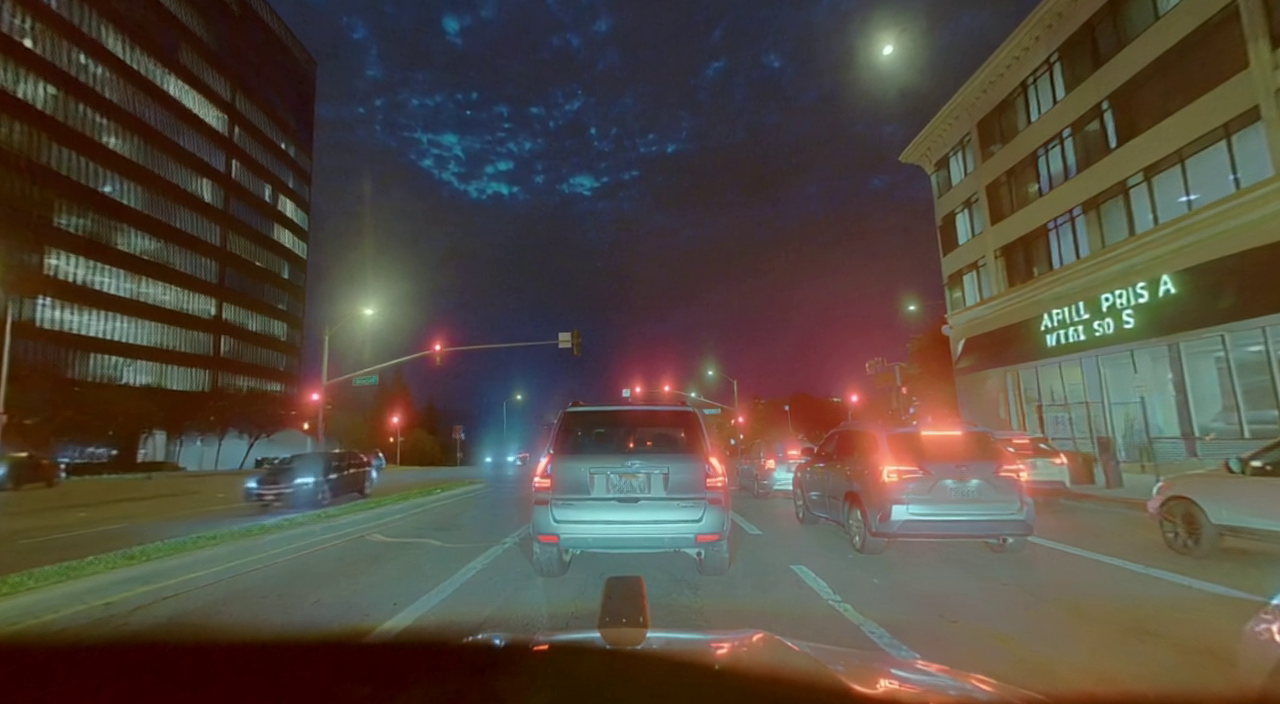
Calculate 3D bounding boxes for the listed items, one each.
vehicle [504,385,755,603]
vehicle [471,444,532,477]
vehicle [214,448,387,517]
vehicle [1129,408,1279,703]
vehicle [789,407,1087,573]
[{"bbox_3d":[-0.009,1.537,7.669,2.154,1.861,4.280,0,-8,2],"label":"vehicle"},{"bbox_3d":[-7.800,6.150,35.972,2.095,1.730,4.607,-1,-8,4],"label":"vehicle"},{"bbox_3d":[-8.291,3.179,15.958,1.930,1.484,4.252,0,-8,2],"label":"vehicle"},{"bbox_3d":[3.370,0.728,0.806,1.884,1.484,4.609,0,-8,2],"label":"vehicle"},{"bbox_3d":[3.620,1.756,8.787,2.036,1.719,4.318,0,-8,0],"label":"vehicle"}]
